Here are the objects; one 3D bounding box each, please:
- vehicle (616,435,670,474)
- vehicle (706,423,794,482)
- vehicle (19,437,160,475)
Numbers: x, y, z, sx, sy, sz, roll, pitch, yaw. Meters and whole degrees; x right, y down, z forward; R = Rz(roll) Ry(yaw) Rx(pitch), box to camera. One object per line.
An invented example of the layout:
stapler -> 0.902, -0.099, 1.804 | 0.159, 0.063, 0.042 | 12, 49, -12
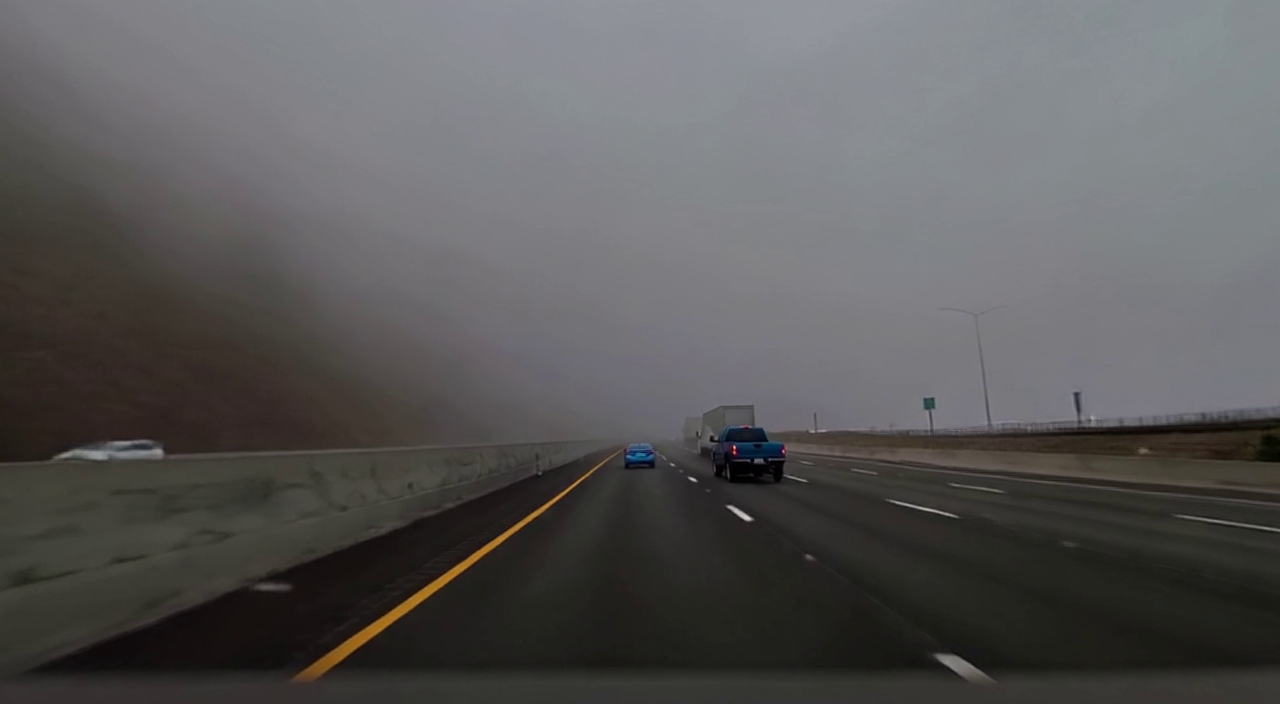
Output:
vehicle -> 0.082, 4.286, 26.521 | 2.083, 1.477, 3.965 | 0, -9, -1
vehicle -> 3.650, 3.461, 21.888 | 2.098, 1.794, 4.561 | 0, -9, -2
vehicle -> -27.993, 5.306, 32.472 | 2.099, 1.730, 5.722 | 0, -9, 0
